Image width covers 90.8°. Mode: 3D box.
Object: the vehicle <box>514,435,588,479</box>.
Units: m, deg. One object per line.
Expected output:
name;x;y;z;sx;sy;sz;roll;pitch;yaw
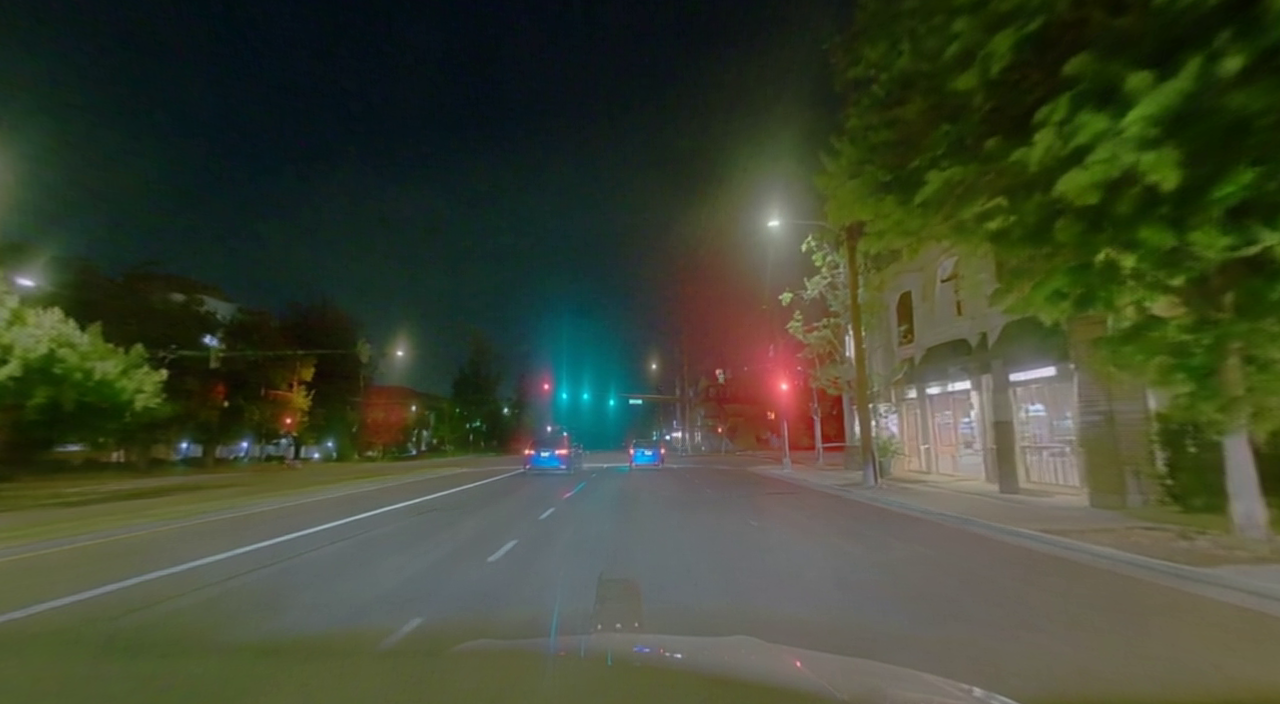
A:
vehicle;-3.210;3.889;23.621;2.032;1.467;4.411;0;-8;1

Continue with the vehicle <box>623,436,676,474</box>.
vehicle;0.357;4.263;26.433;2.059;1.456;4.047;0;-8;0
